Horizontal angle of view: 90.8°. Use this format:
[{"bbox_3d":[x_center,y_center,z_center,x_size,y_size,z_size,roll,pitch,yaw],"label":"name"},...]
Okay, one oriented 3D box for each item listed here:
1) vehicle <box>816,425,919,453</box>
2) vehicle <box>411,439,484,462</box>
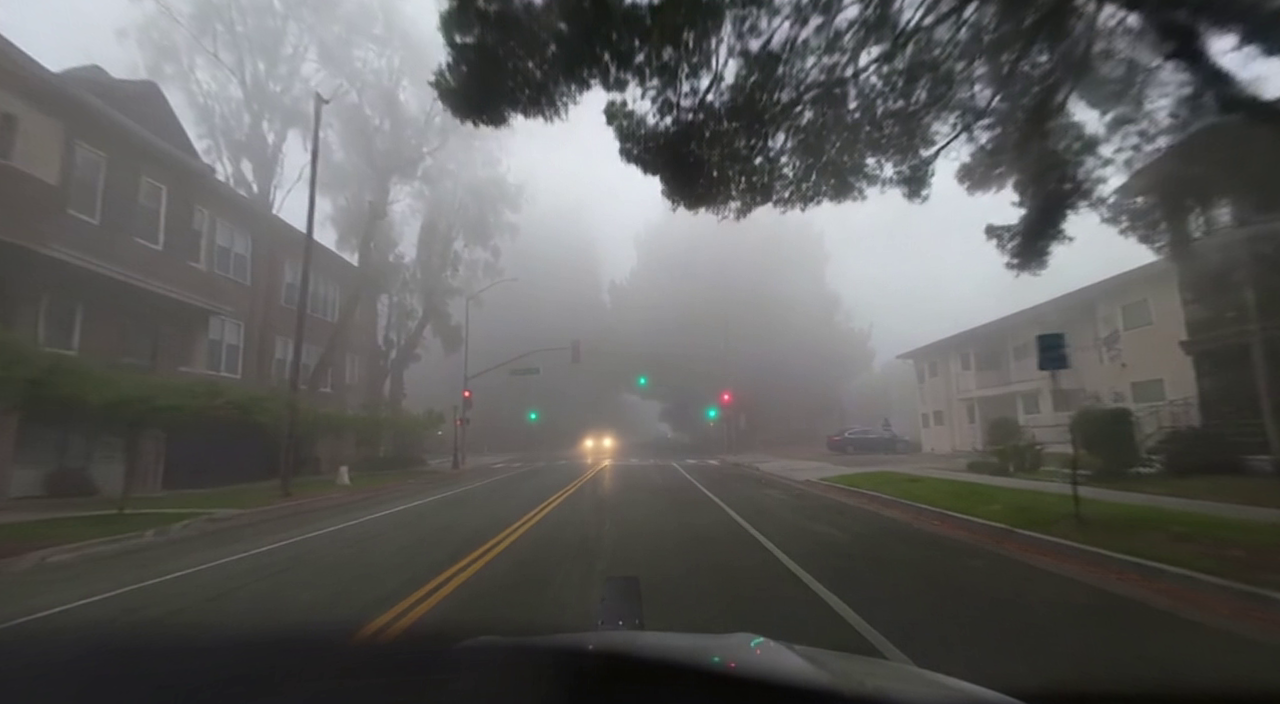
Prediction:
[{"bbox_3d":[12.670,4.893,35.391,4.908,1.521,2.108,0,-9,-4],"label":"vehicle"},{"bbox_3d":[-12.536,6.443,41.273,4.135,1.424,1.945,-1,-9,4],"label":"vehicle"}]
